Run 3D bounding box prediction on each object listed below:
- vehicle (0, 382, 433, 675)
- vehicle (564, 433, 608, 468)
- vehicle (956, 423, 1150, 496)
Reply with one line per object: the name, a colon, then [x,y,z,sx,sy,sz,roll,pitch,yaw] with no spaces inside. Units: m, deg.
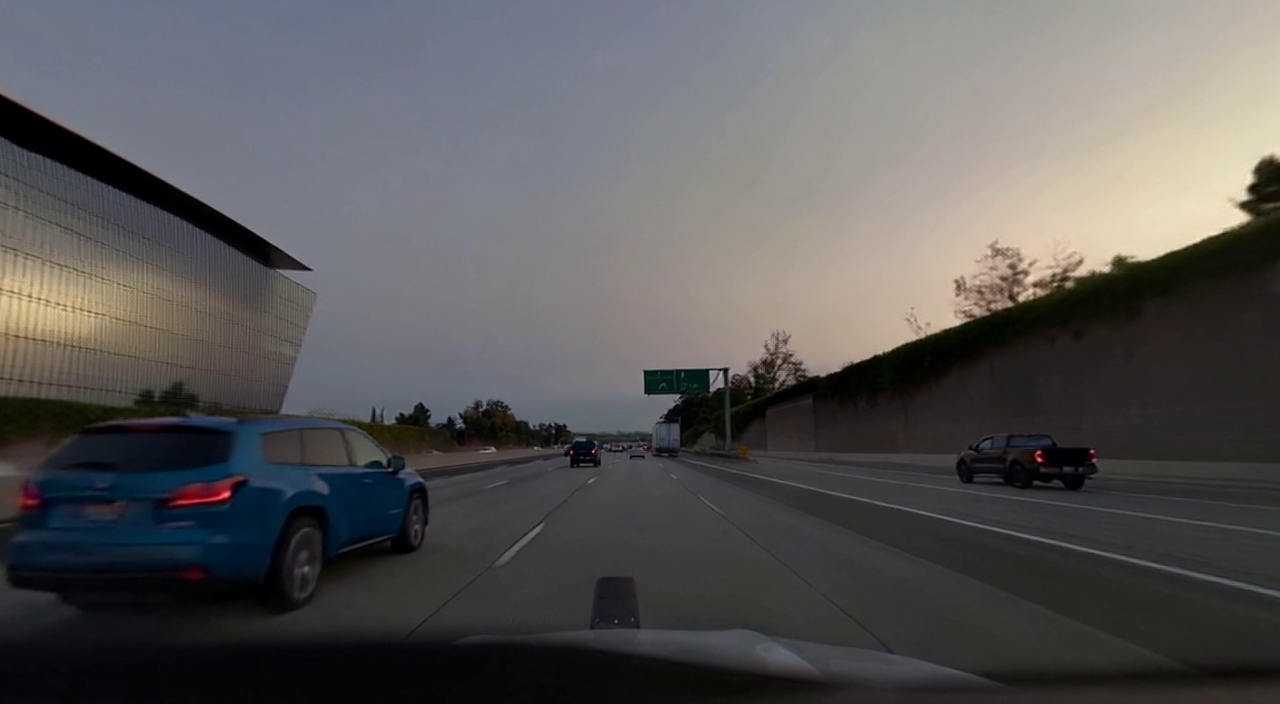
vehicle: [-3.657,1.365,5.908,2.039,1.710,4.237,0,-9,-1]
vehicle: [-3.302,6.208,39.817,2.284,2.022,5.752,0,-9,-1]
vehicle: [11.593,3.065,18.336,2.089,1.787,5.080,0,-9,-1]
